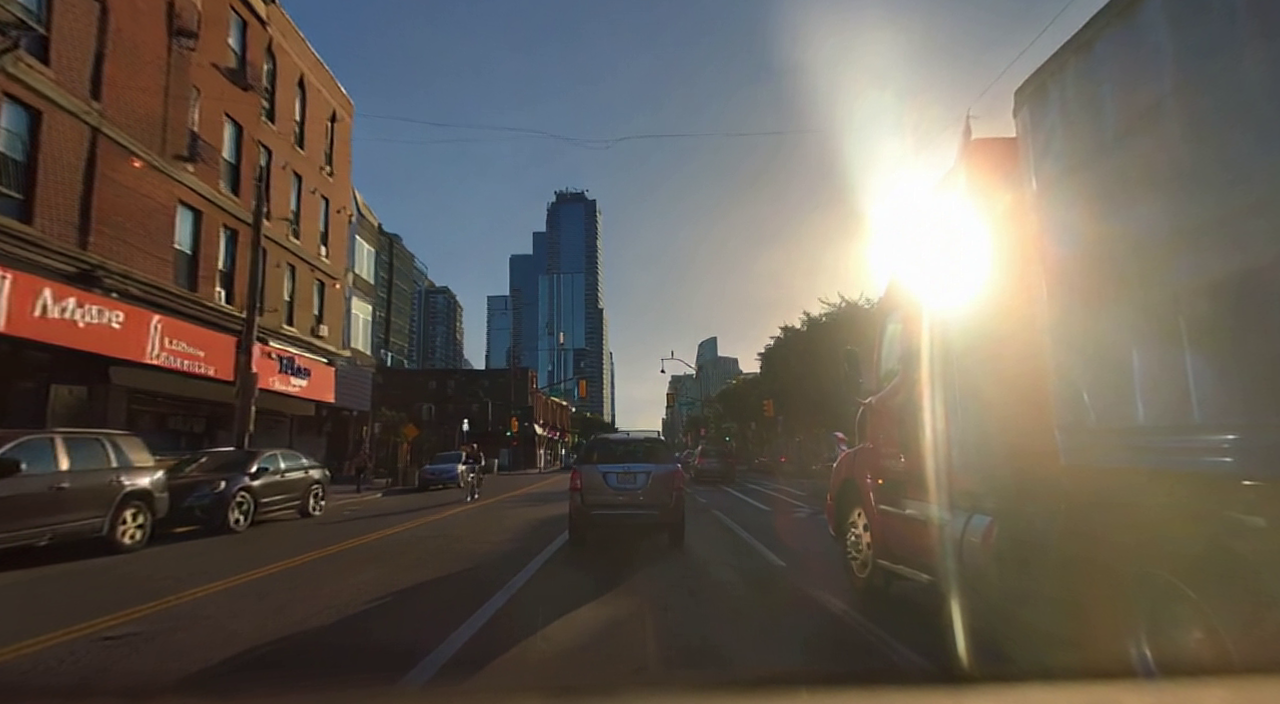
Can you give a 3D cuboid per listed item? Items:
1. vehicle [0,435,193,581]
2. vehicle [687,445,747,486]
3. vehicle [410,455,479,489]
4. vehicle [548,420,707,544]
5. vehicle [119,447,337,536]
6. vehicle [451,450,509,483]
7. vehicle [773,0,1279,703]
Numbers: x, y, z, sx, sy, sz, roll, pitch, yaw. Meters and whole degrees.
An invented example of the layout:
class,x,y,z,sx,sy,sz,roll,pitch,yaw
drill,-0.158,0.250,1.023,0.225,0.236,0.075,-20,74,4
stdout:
class,x,y,z,sx,sy,sz,roll,pitch,yaw
vehicle,-8.796,1.976,8.239,2.065,1.758,5.144,0,-9,1
vehicle,3.355,5.046,28.425,2.159,1.696,4.316,0,-9,0
vehicle,-8.700,5.360,28.523,1.805,1.379,4.359,0,-9,-1
vehicle,-0.192,2.231,11.502,2.283,1.783,4.548,0,-9,0
vehicle,-8.842,2.976,14.144,1.896,1.652,4.269,0,-9,1
vehicle,-8.689,6.220,34.696,2.084,1.686,4.422,0,-9,-1
vehicle,2.962,0.015,2.280,2.913,3.771,9.716,0,-9,1
